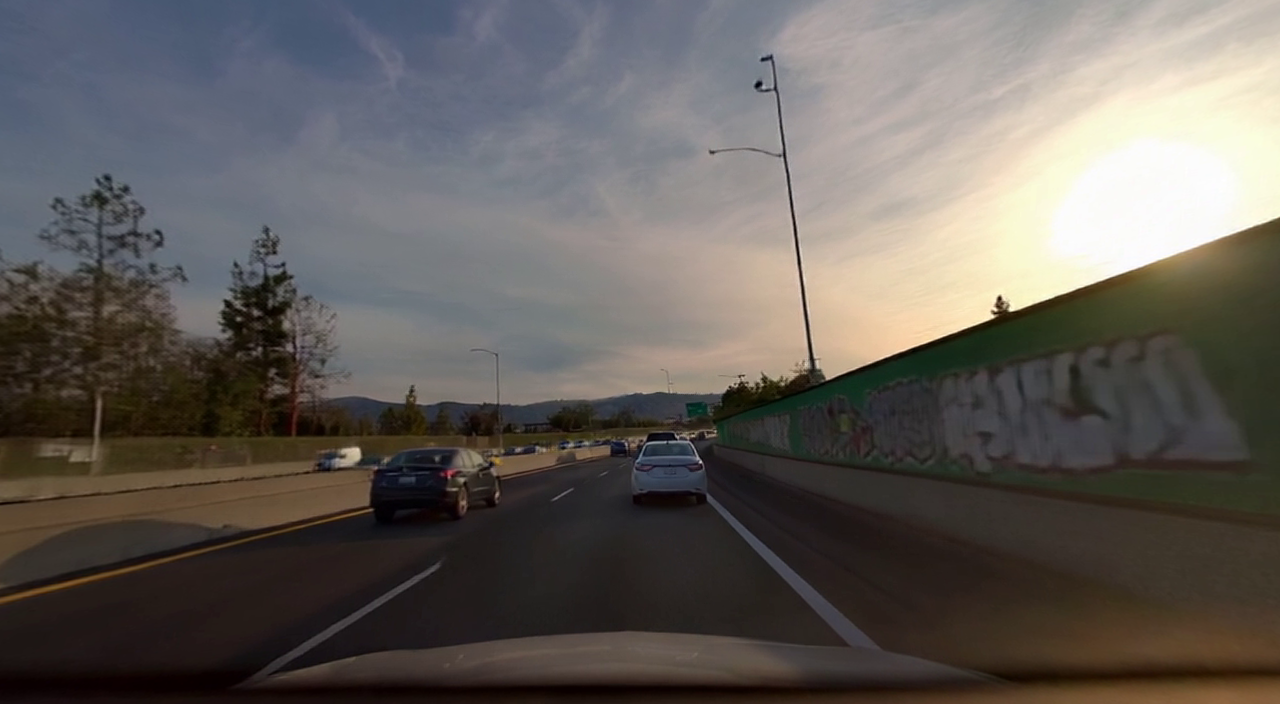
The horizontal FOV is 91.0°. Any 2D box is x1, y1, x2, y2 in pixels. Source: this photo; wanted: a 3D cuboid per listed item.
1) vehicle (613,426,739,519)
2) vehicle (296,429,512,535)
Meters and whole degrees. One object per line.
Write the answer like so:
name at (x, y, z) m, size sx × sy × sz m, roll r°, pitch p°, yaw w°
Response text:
vehicle at (0.620, 2.280, 12.416) m, size 2.077 × 1.533 × 3.854 m, roll 0°, pitch -8°, yaw 1°
vehicle at (-3.762, 2.129, 11.014) m, size 2.059 × 1.471 × 4.152 m, roll 0°, pitch -8°, yaw 2°
